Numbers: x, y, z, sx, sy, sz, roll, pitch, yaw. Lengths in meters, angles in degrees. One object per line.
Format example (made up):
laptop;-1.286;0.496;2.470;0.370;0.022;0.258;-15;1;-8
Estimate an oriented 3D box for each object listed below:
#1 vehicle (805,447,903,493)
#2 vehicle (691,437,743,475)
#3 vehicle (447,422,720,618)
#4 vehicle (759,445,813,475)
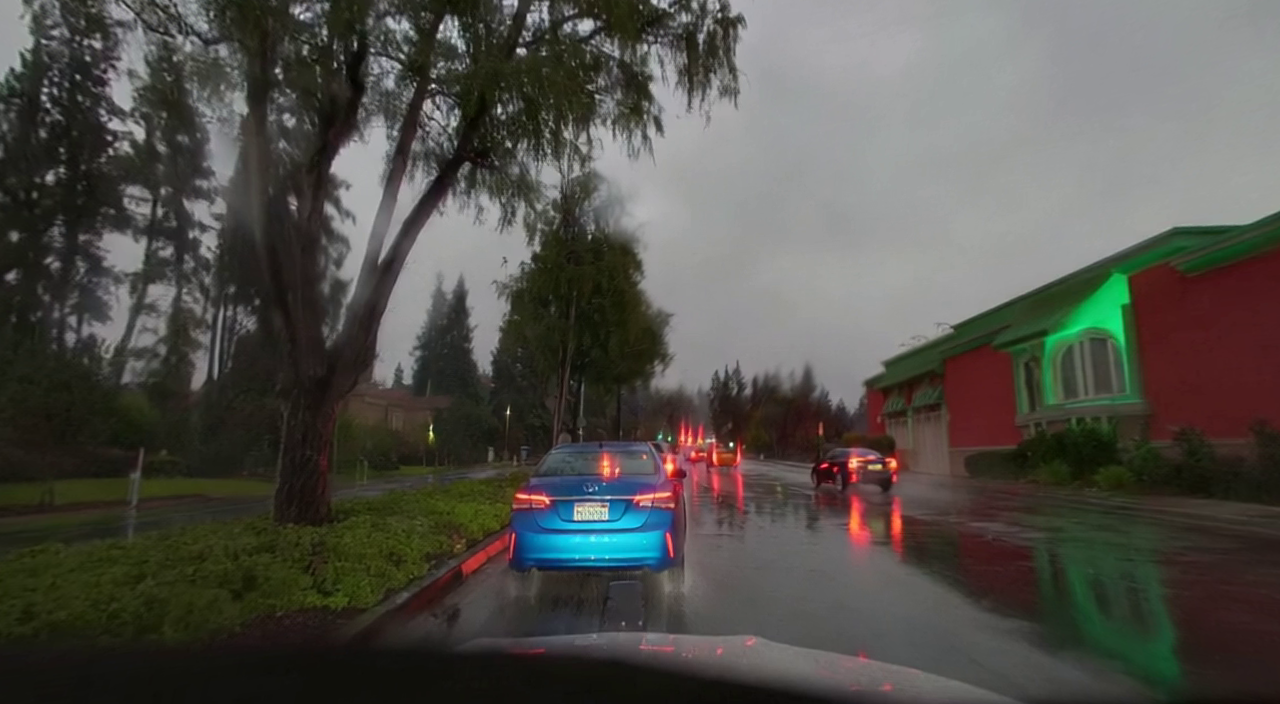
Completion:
vehicle;7.021;3.894;21.060;1.909;1.380;3.905;0;-9;0
vehicle;4.200;5.774;34.970;2.260;1.928;5.218;0;-9;0
vehicle;-0.444;1.607;6.941;2.111;1.506;4.018;0;-9;0
vehicle;7.952;5.899;34.509;1.887;1.516;4.419;0;-9;0
